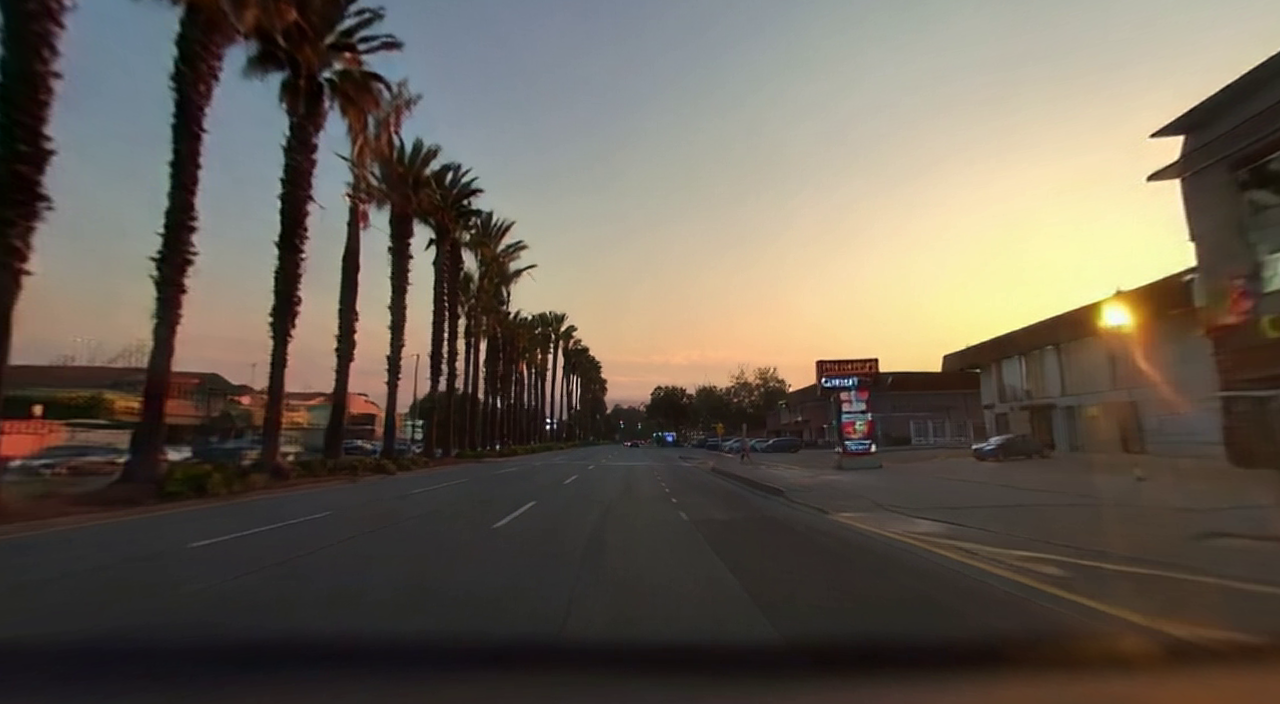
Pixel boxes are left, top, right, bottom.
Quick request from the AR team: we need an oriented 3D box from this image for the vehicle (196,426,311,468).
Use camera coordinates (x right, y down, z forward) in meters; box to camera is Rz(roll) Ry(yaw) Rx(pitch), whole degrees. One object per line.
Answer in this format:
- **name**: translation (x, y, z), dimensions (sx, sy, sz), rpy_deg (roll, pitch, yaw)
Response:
- **vehicle**: translation (-16.477, 4.101, 27.271), dimensions (2.013, 1.658, 4.697), rpy_deg (0, -8, -1)

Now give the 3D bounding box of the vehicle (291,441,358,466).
- **vehicle**: translation (-19.971, 6.449, 40.240), dimensions (1.919, 1.476, 4.738), rpy_deg (0, -9, -2)

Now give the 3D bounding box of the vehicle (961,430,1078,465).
- **vehicle**: translation (19.253, 4.863, 32.182), dimensions (4.552, 1.649, 2.187), rpy_deg (0, -8, -4)

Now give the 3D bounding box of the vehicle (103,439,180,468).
- **vehicle**: translation (-36.084, 7.345, 45.753), dimensions (4.042, 1.413, 1.826), rpy_deg (-7, -5, -2)
